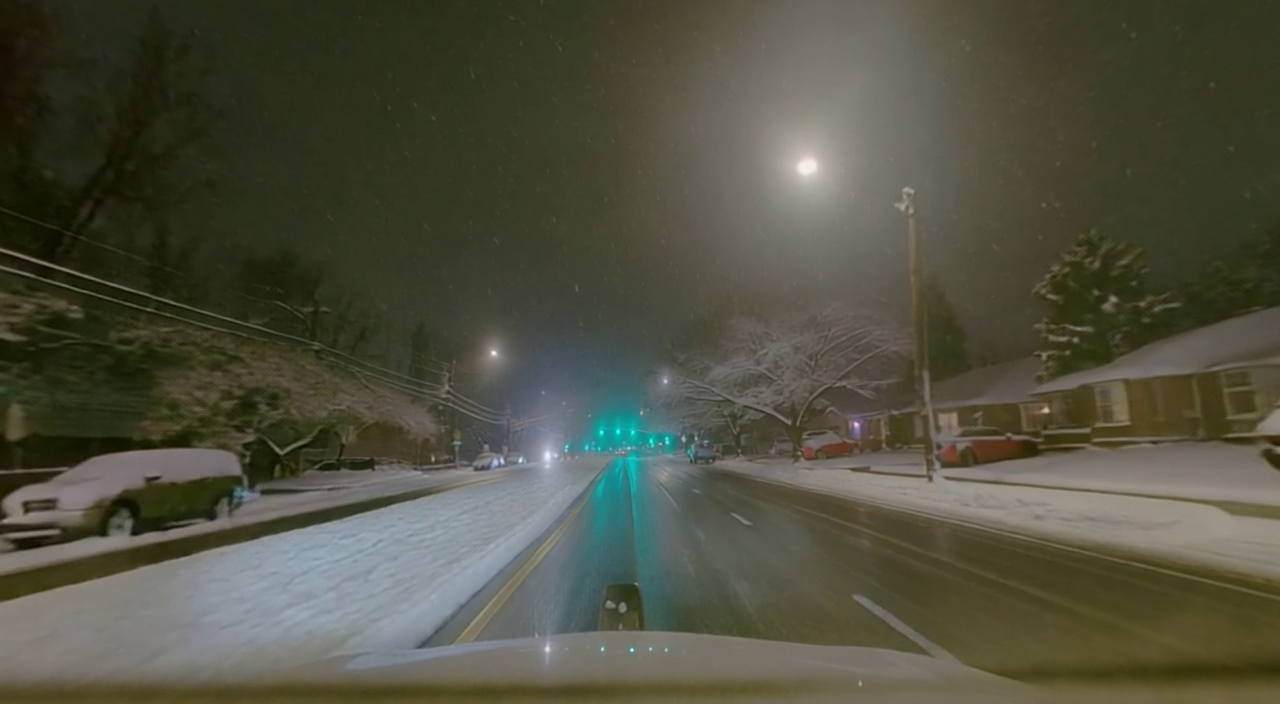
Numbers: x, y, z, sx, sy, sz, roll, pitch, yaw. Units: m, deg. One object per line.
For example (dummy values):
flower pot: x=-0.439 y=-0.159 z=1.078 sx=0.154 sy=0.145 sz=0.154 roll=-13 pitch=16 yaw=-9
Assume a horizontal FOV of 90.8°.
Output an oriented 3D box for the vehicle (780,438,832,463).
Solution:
vehicle: x=10.280 y=6.135 z=39.414 sx=1.847 sy=1.455 sz=4.650 roll=0 pitch=-9 yaw=-1

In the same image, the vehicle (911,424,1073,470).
vehicle: x=12.794 y=3.482 z=23.194 sx=4.767 sy=1.557 sz=1.994 roll=0 pitch=-9 yaw=-2

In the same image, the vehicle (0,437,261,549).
vehicle: x=-11.294 y=3.036 z=14.180 sx=2.347 sy=1.960 sz=5.167 roll=-2 pitch=-10 yaw=0

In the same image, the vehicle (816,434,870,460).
vehicle: x=12.772 y=6.011 z=39.967 sx=1.889 sy=1.499 sz=4.218 roll=0 pitch=-9 yaw=-1
